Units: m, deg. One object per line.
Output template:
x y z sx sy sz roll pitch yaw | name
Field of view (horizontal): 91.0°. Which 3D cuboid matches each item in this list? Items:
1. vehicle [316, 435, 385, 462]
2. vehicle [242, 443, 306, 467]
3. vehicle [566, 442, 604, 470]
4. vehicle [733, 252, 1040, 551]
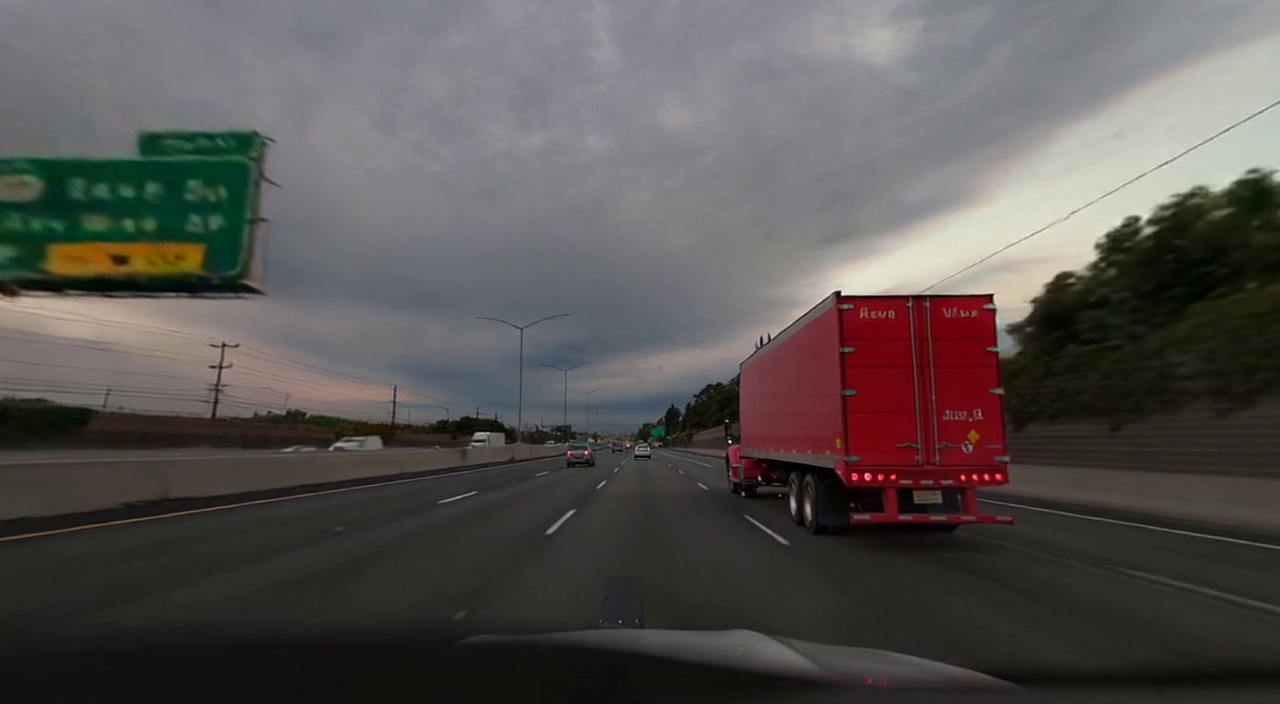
-21.067 7.046 46.088 2.206 1.777 5.688 0 -9 2 | vehicle
-24.603 6.936 42.484 1.938 1.539 3.945 0 -9 0 | vehicle
-3.407 6.546 39.752 2.000 1.658 4.155 0 -9 0 | vehicle
3.785 1.134 12.115 3.042 4.037 7.253 0 -9 1 | vehicle
